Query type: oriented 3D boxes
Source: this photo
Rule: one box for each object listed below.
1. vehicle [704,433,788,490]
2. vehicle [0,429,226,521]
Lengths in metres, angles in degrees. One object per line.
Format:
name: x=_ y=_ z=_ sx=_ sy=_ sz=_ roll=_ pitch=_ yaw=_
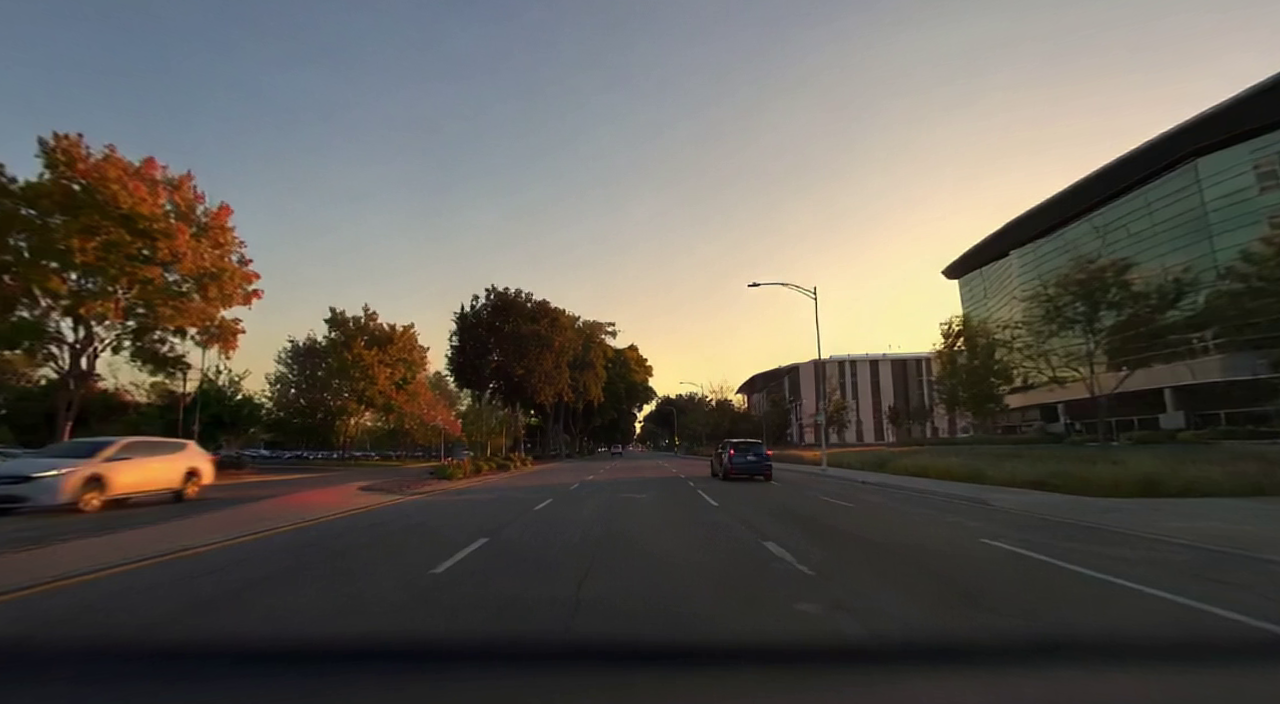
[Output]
vehicle: x=3.551 y=3.751 z=22.012 sx=2.083 sy=1.743 sz=4.354 roll=0 pitch=-8 yaw=-1
vehicle: x=-12.424 y=2.776 z=14.883 sx=2.051 sy=1.784 sz=4.716 roll=0 pitch=-8 yaw=1
